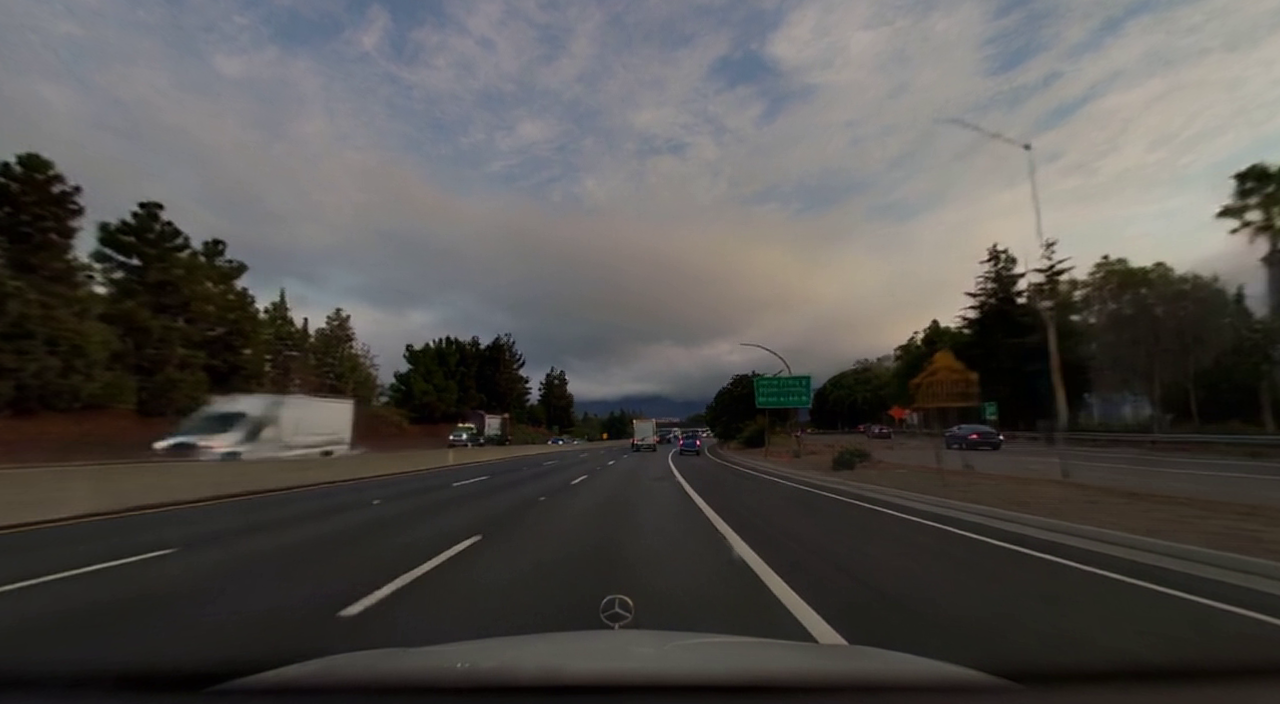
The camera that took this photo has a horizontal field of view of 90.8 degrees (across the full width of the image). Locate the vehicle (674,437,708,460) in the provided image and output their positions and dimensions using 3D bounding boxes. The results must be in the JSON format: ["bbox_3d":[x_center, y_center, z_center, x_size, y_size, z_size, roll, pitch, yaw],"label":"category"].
[{"bbox_3d":[3.535,6.753,44.355,2.069,1.476,4.197,0,-8,0],"label":"vehicle"}]

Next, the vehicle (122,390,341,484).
[{"bbox_3d":[-12.093,2.640,19.608,2.324,2.410,6.566,0,-8,1],"label":"vehicle"}]
